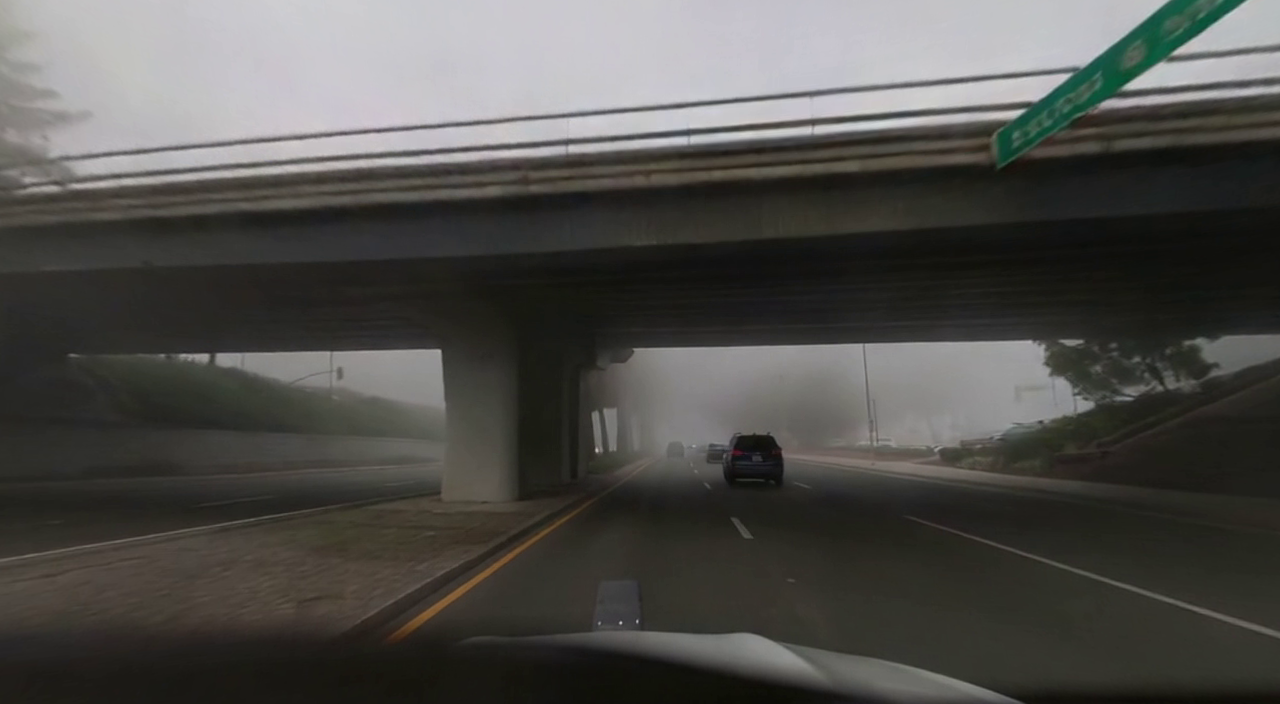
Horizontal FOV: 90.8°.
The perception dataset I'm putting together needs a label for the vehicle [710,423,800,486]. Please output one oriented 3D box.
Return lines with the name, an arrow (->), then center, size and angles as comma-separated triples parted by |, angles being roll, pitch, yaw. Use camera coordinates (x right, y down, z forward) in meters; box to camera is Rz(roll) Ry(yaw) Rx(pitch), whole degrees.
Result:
vehicle -> 4.071, 3.766, 23.454 | 2.559, 2.017, 5.562 | 0, -9, 3
